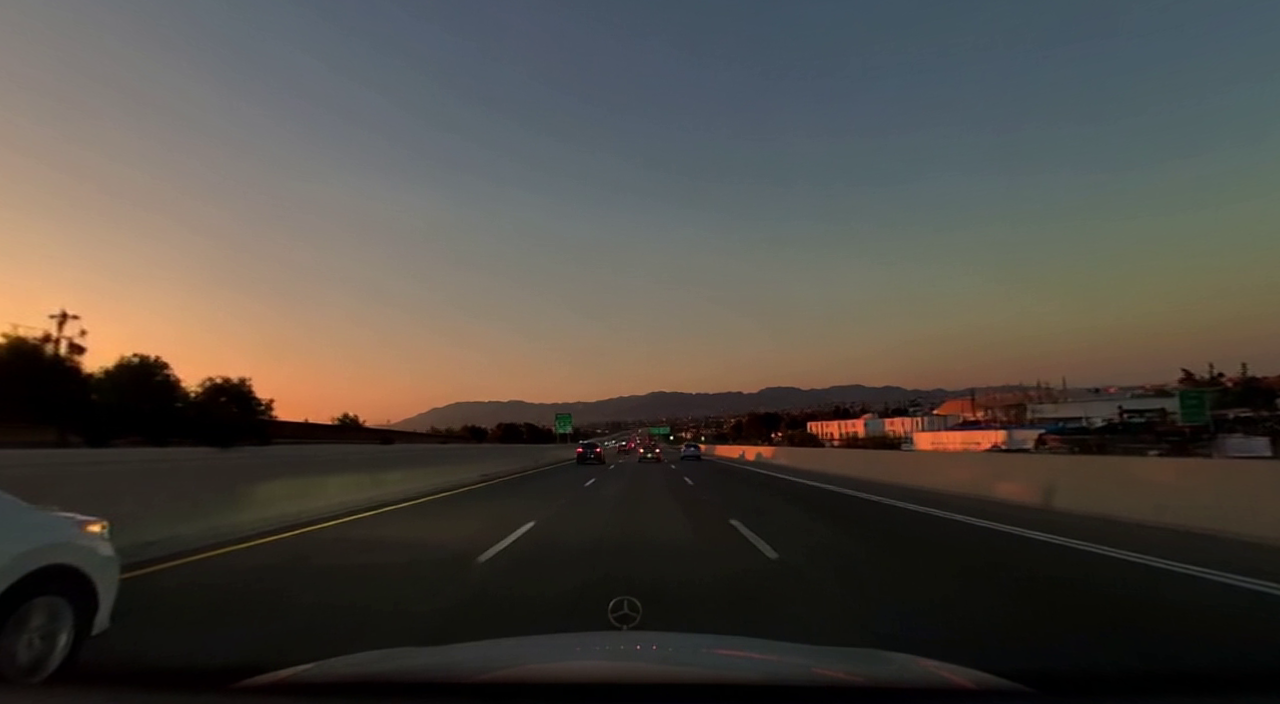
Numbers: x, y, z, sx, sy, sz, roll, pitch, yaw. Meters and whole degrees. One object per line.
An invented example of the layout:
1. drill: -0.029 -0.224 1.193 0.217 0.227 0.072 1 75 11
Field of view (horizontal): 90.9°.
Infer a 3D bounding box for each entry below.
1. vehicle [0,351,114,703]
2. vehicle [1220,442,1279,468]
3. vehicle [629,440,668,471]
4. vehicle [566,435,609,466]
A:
1. vehicle: -3.946 0.622 0.973 2.239 1.761 4.620 0 -8 0
2. vehicle: 40.193 6.710 41.293 4.459 1.602 1.987 5 -10 -31
3. vehicle: 0.433 5.538 33.979 2.000 1.558 3.945 0 -8 0
4. vehicle: -3.593 6.861 44.092 2.403 1.946 5.623 0 -8 1
